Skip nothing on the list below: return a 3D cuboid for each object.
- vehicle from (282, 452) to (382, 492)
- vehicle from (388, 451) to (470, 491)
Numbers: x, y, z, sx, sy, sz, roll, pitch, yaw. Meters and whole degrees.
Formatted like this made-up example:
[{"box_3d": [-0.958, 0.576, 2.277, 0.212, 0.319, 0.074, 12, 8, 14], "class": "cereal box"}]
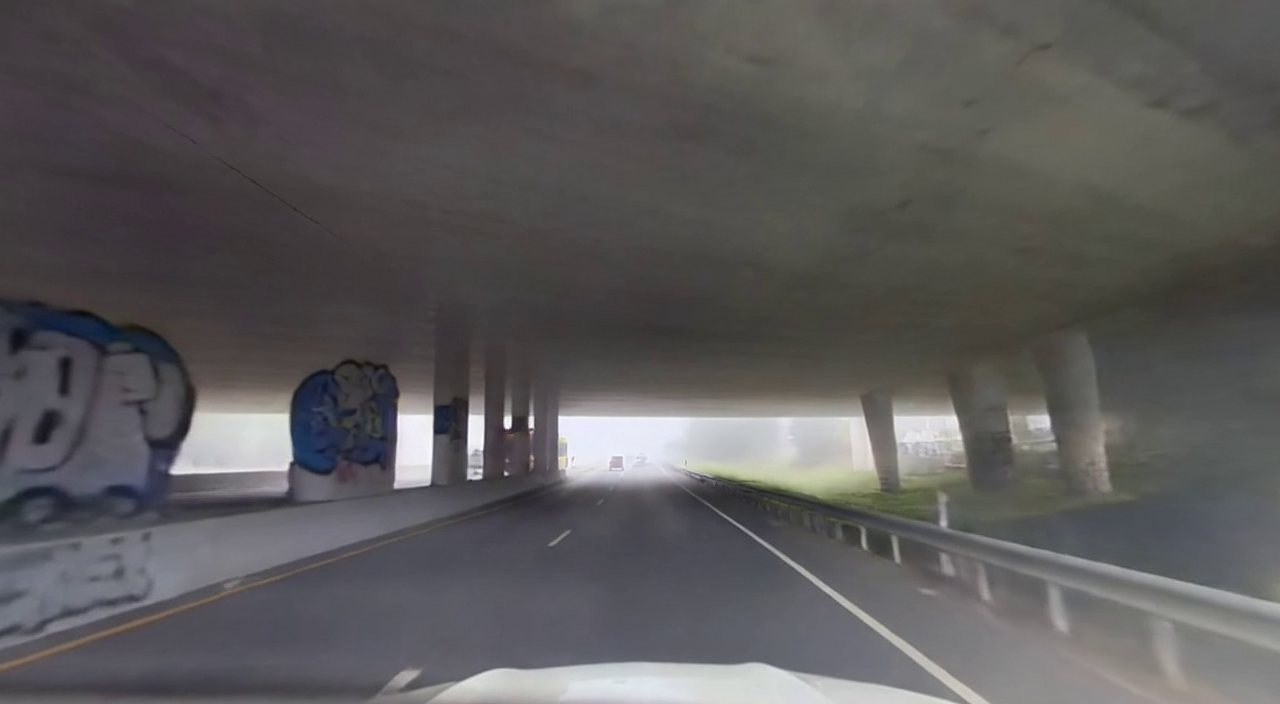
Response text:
[{"box_3d": [-13.607, 5.303, 28.264, 2.059, 1.615, 4.688, 0, -9, 0], "class": "vehicle"}, {"box_3d": [-9.159, 5.184, 27.871, 1.979, 1.600, 4.516, 0, -9, 1], "class": "vehicle"}]
